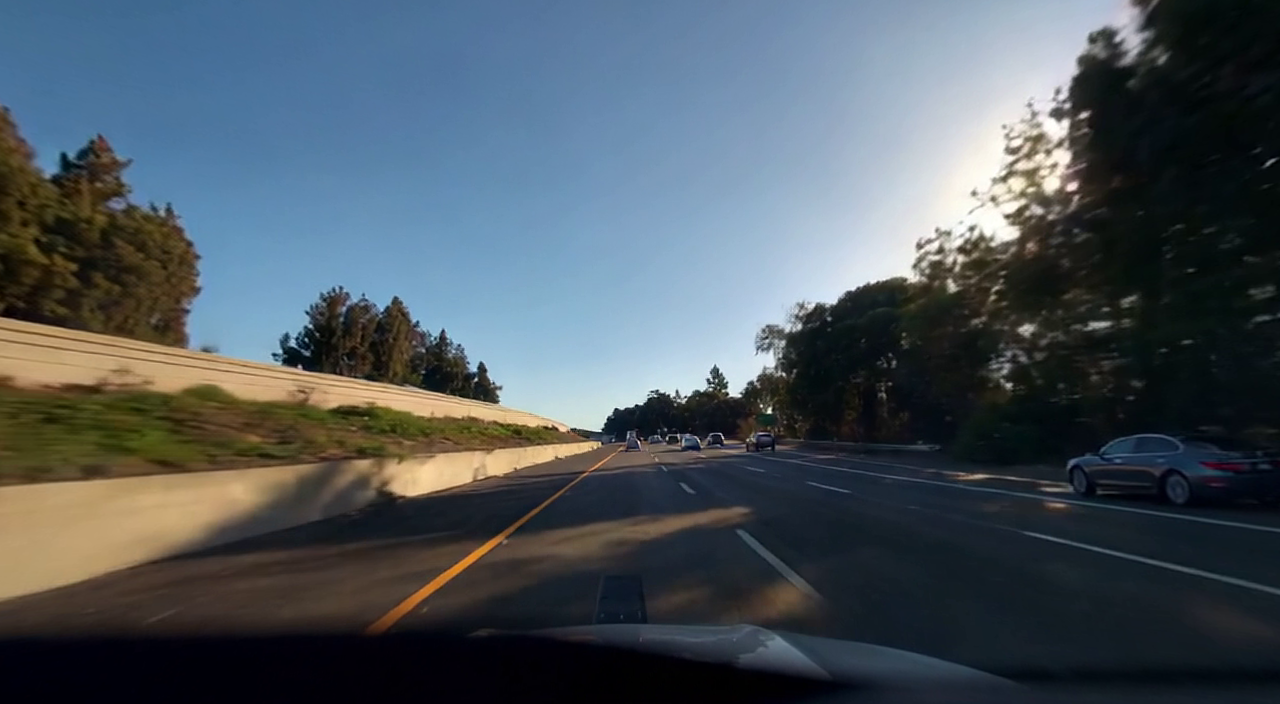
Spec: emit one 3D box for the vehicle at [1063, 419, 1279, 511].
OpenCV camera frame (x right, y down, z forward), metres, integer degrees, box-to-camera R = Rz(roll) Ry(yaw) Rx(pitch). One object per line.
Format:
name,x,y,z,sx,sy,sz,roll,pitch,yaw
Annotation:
vehicle,11.329,2.231,12.892,2.041,1.517,4.645,0,-8,-1
